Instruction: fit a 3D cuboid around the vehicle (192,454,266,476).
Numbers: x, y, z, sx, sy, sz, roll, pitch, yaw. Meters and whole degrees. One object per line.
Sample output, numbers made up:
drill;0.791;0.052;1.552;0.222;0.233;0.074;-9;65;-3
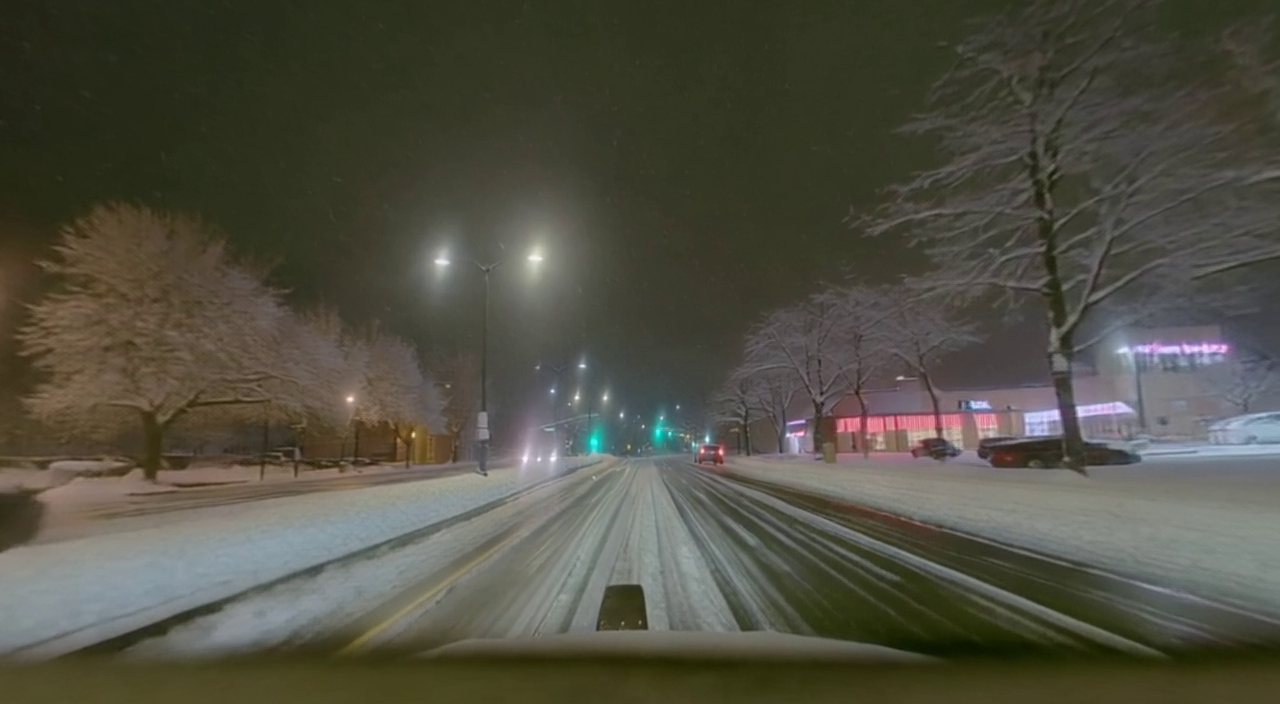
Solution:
vehicle;-30.645;8.403;46.888;4.400;1.524;1.849;6;-11;-37

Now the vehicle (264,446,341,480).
vehicle;-19.945;6.554;37.338;2.043;1.827;4.547;0;-9;0

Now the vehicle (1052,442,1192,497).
vehicle;16.213;3.875;21.109;4.222;1.669;2.050;5;-10;-28

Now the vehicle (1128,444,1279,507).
vehicle;16.571;3.464;18.116;4.313;1.584;2.282;5;-10;-29
